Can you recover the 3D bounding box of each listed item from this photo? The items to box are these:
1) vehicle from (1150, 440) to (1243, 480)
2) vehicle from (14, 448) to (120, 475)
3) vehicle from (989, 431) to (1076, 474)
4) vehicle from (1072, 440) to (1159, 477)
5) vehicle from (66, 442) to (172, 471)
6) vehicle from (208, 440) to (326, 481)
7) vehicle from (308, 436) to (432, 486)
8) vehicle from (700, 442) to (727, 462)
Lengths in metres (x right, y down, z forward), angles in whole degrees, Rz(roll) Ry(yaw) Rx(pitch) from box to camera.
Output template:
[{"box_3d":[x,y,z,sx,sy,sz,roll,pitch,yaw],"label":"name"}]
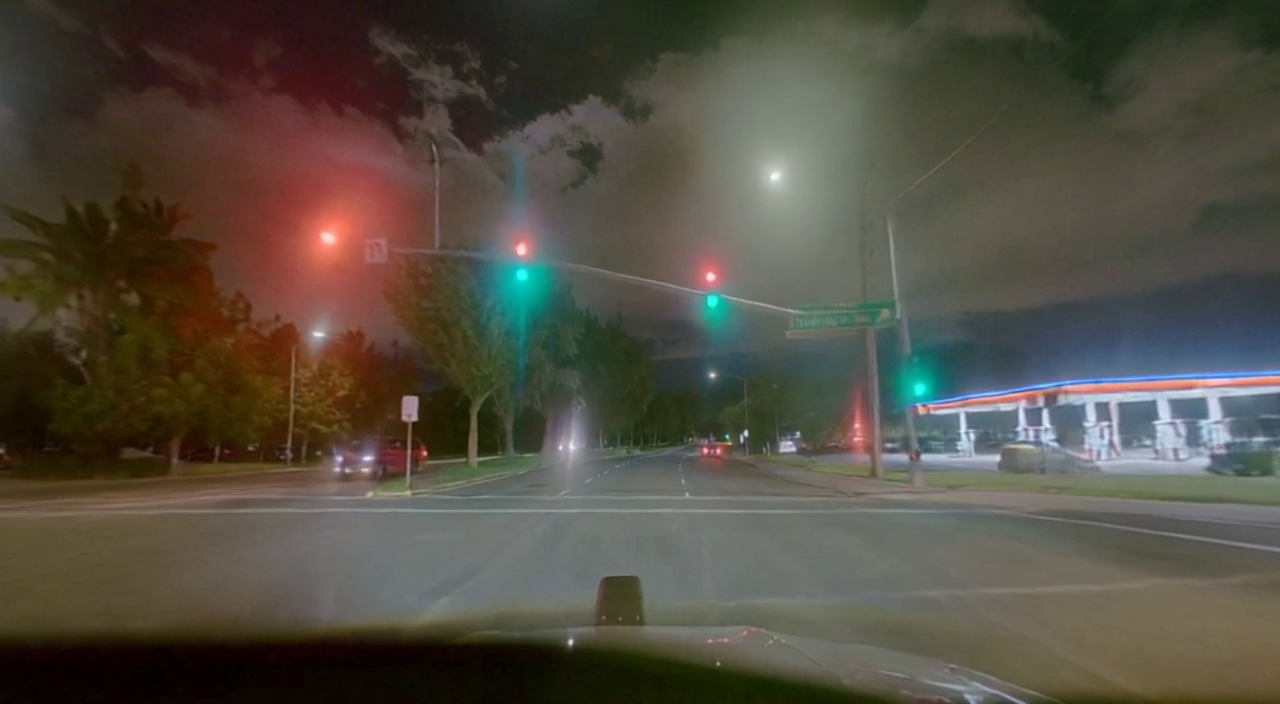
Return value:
[{"box_3d":[22.048,4.222,24.977,4.329,1.461,1.873,6,-11,-38],"label":"vehicle"},{"box_3d":[-32.542,6.218,35.943,4.233,1.434,1.961,-1,-9,4],"label":"vehicle"},{"box_3d":[17.908,4.566,28.731,4.601,1.766,2.015,7,-13,-42],"label":"vehicle"},{"box_3d":[20.235,4.595,26.811,4.553,1.371,2.019,11,-17,-42],"label":"vehicle"},{"box_3d":[-32.094,6.437,38.997,4.820,1.694,2.101,-1,-9,5],"label":"vehicle"},{"box_3d":[-15.475,4.539,26.612,1.989,1.509,4.881,-1,-9,0],"label":"vehicle"},{"box_3d":[-9.004,3.674,21.592,2.023,1.498,4.605,-1,-9,3],"label":"vehicle"},{"box_3d":[5.724,7.869,49.657,1.908,1.492,3.977,-1,-9,3],"label":"vehicle"}]
